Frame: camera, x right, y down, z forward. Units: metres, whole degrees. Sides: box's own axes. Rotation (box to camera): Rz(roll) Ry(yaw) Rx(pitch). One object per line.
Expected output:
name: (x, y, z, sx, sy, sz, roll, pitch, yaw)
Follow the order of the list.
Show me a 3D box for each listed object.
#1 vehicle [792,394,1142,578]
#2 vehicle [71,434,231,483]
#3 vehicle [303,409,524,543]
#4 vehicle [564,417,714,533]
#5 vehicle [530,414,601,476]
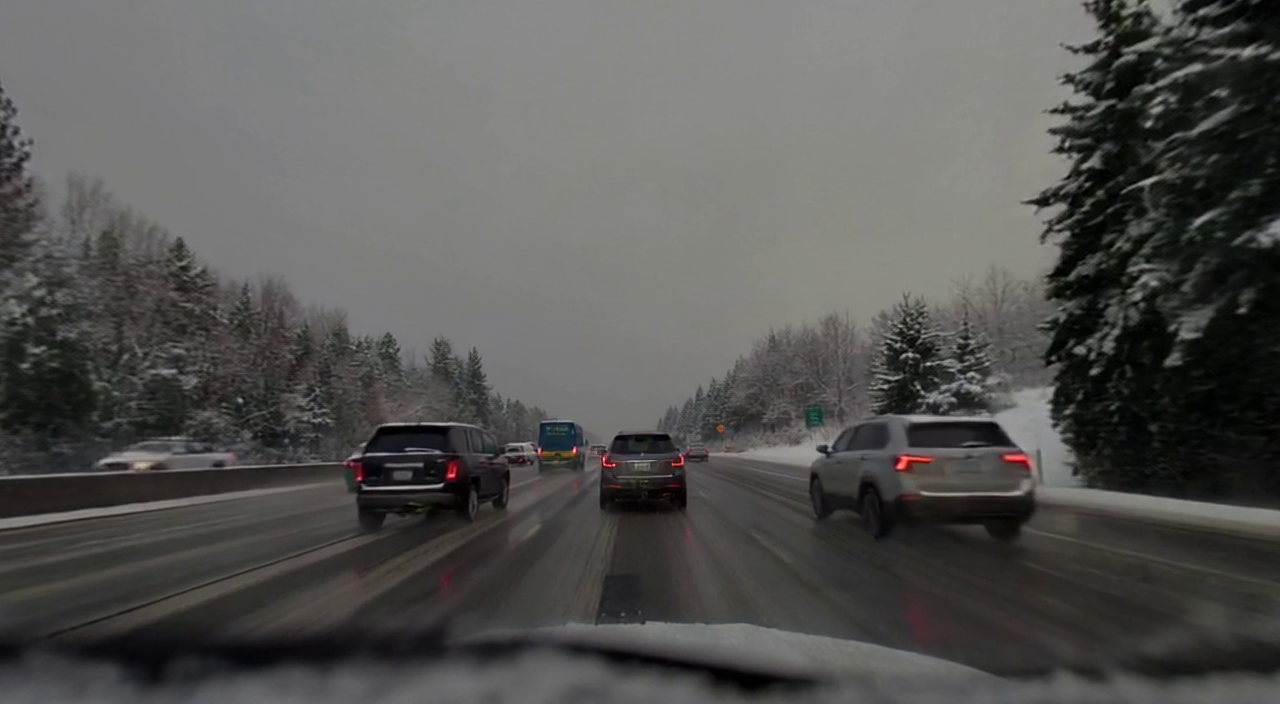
vehicle: (3.906, 1.723, 8.958, 2.175, 1.830, 5.173, 0, -9, 0)
vehicle: (-20.748, 4.550, 27.174, 2.214, 1.853, 5.789, 0, -9, 0)
vehicle: (-3.485, 2.002, 10.765, 2.142, 1.808, 4.266, 0, -9, 0)
vehicle: (-0.006, 2.147, 11.520, 2.223, 1.722, 4.177, 0, -9, 0)
vehicle: (-3.126, 4.090, 27.699, 2.359, 2.399, 5.500, 0, -9, 1)
